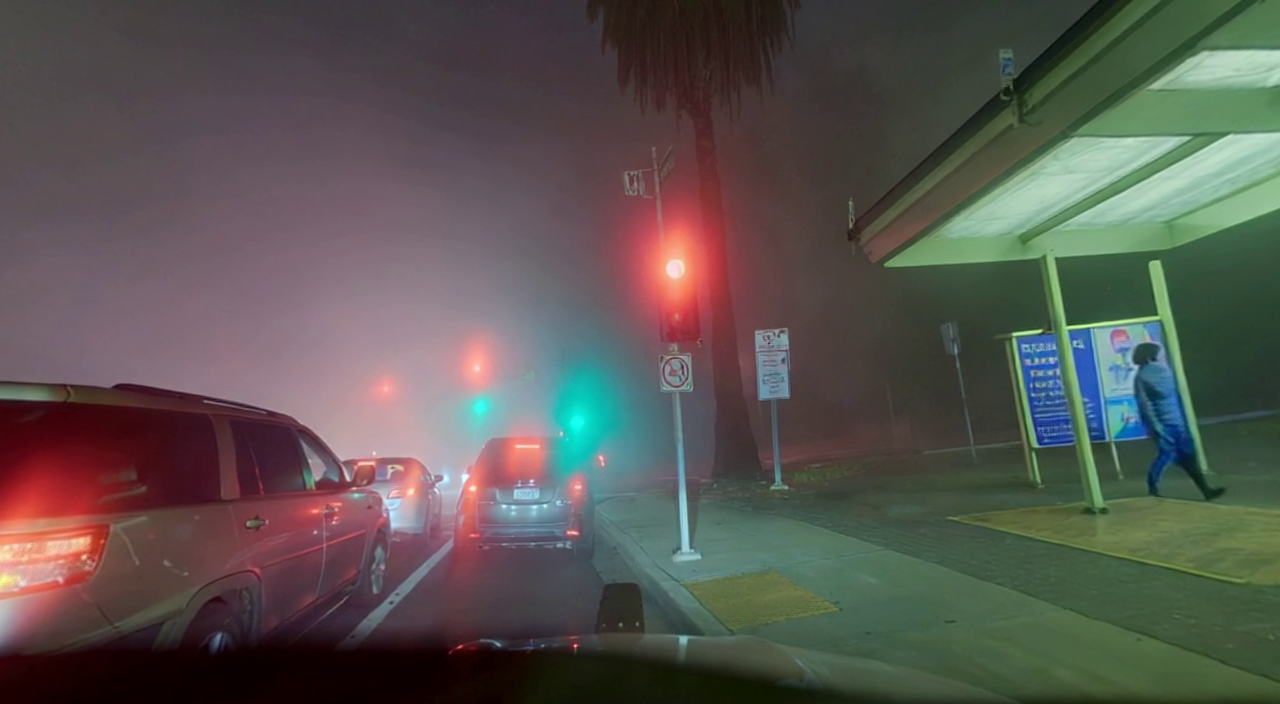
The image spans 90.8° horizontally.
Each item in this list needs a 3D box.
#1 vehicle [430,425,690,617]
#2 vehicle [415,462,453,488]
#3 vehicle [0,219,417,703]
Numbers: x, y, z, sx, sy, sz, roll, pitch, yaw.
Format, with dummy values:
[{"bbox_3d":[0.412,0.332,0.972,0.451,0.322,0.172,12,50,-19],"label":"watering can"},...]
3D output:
[{"bbox_3d":[-1.024,1.650,7.238,2.065,1.467,4.289,2,-9,-11],"label":"vehicle"},{"bbox_3d":[-14.624,8.687,44.982,1.964,1.642,4.085,1,-9,-10],"label":"vehicle"},{"bbox_3d":[-2.763,0.907,3.219,2.098,1.851,4.571,1,-9,-7],"label":"vehicle"}]
